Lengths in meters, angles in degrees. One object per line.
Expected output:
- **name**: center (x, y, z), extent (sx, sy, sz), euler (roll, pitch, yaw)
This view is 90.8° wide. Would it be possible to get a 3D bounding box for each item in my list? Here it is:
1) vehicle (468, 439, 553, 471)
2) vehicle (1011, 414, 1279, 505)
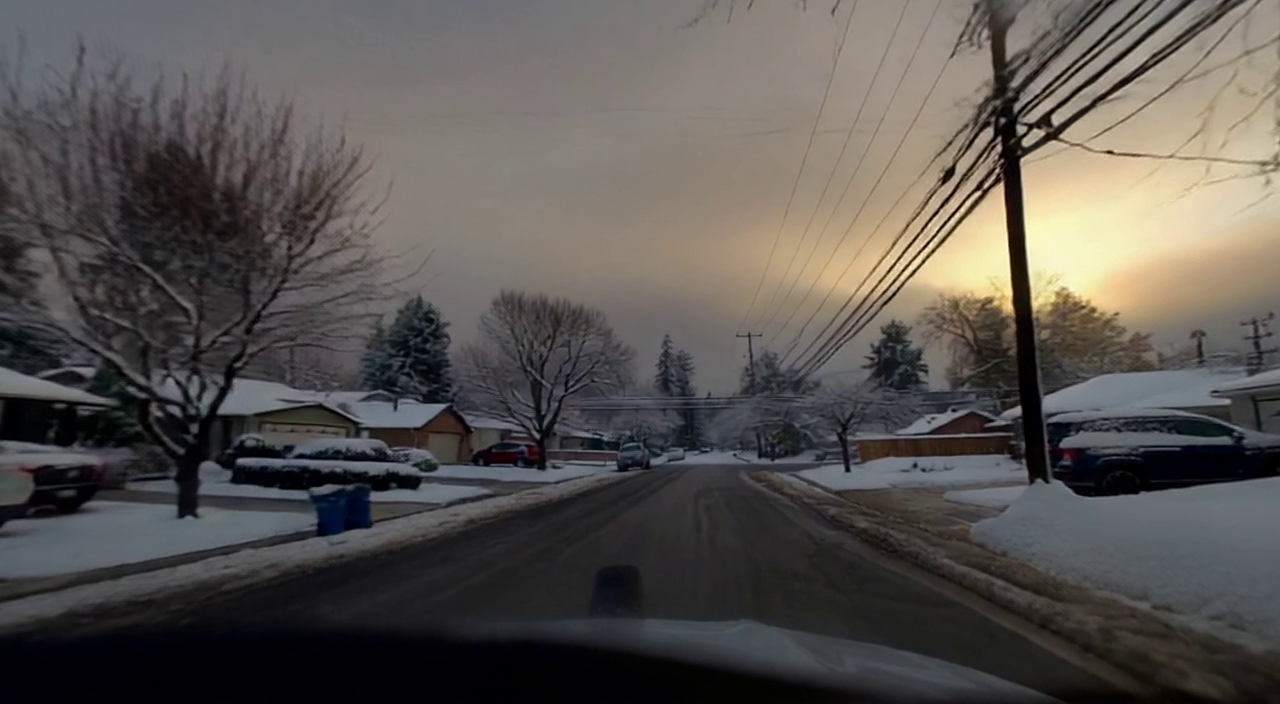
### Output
- **vehicle**: center (-8.513, 6.770, 41.730), extent (5.033, 1.997, 2.126), euler (-1, -9, 5)
- **vehicle**: center (12.149, 2.441, 14.521), extent (5.693, 1.886, 2.235), euler (-1, -9, 7)
